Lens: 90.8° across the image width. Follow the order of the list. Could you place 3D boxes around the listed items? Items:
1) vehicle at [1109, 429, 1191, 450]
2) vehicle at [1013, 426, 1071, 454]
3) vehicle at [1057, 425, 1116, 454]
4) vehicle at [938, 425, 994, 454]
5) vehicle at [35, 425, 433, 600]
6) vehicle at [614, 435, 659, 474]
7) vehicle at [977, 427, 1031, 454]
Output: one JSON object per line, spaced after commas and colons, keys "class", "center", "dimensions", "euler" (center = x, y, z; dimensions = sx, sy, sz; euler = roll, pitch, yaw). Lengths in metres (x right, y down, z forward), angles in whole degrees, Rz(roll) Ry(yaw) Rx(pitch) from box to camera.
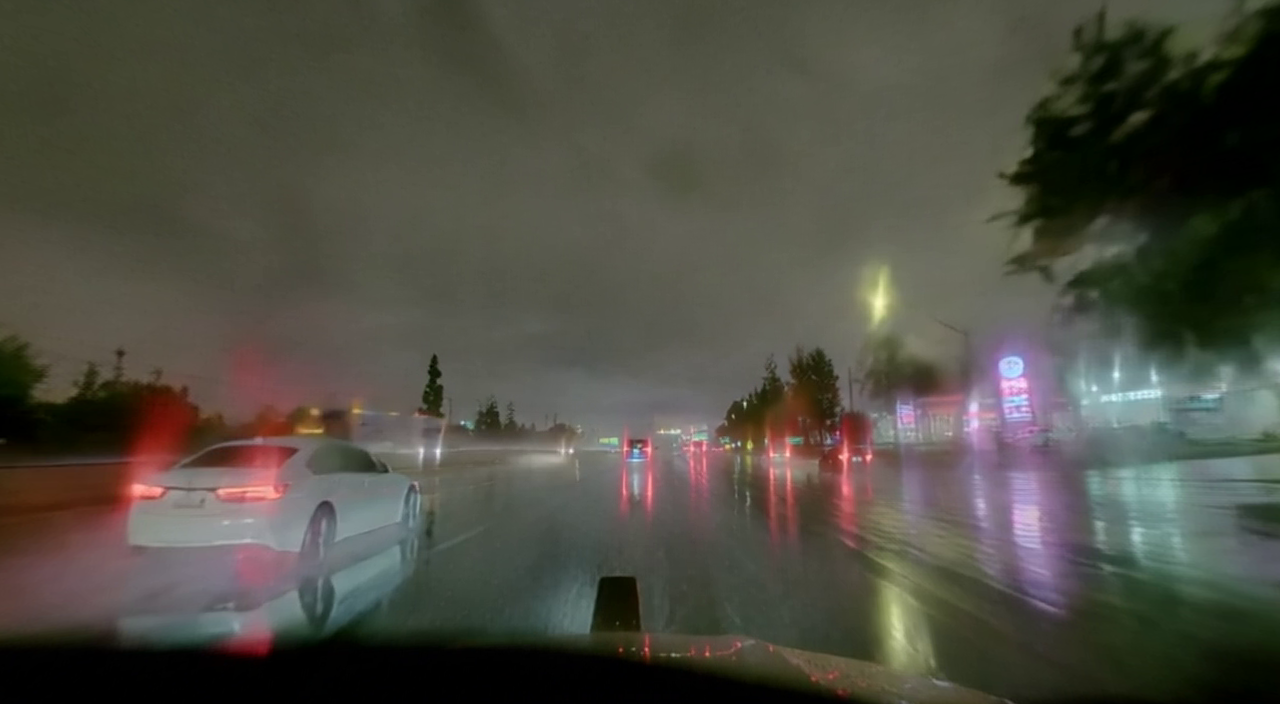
{"class": "vehicle", "center": [38.115, 6.571, 47.261], "dimensions": [4.372, 1.479, 1.754], "euler": [-2, -8, 7]}
{"class": "vehicle", "center": [27.298, 5.958, 42.809], "dimensions": [4.472, 1.804, 2.149], "euler": [7, -10, -43]}
{"class": "vehicle", "center": [28.827, 5.618, 40.744], "dimensions": [4.690, 1.731, 2.065], "euler": [7, -8, -42]}
{"class": "vehicle", "center": [24.125, 6.453, 46.647], "dimensions": [4.718, 1.998, 2.027], "euler": [7, -11, -42]}
{"class": "vehicle", "center": [-4.282, 1.725, 7.818], "dimensions": [1.907, 1.483, 4.562], "euler": [-1, -8, 0]}
{"class": "vehicle", "center": [-0.115, 5.411, 33.595], "dimensions": [2.155, 1.856, 4.796], "euler": [-1, -8, 2]}
{"class": "vehicle", "center": [25.896, 6.282, 44.881], "dimensions": [4.384, 1.848, 2.061], "euler": [7, -11, -43]}
